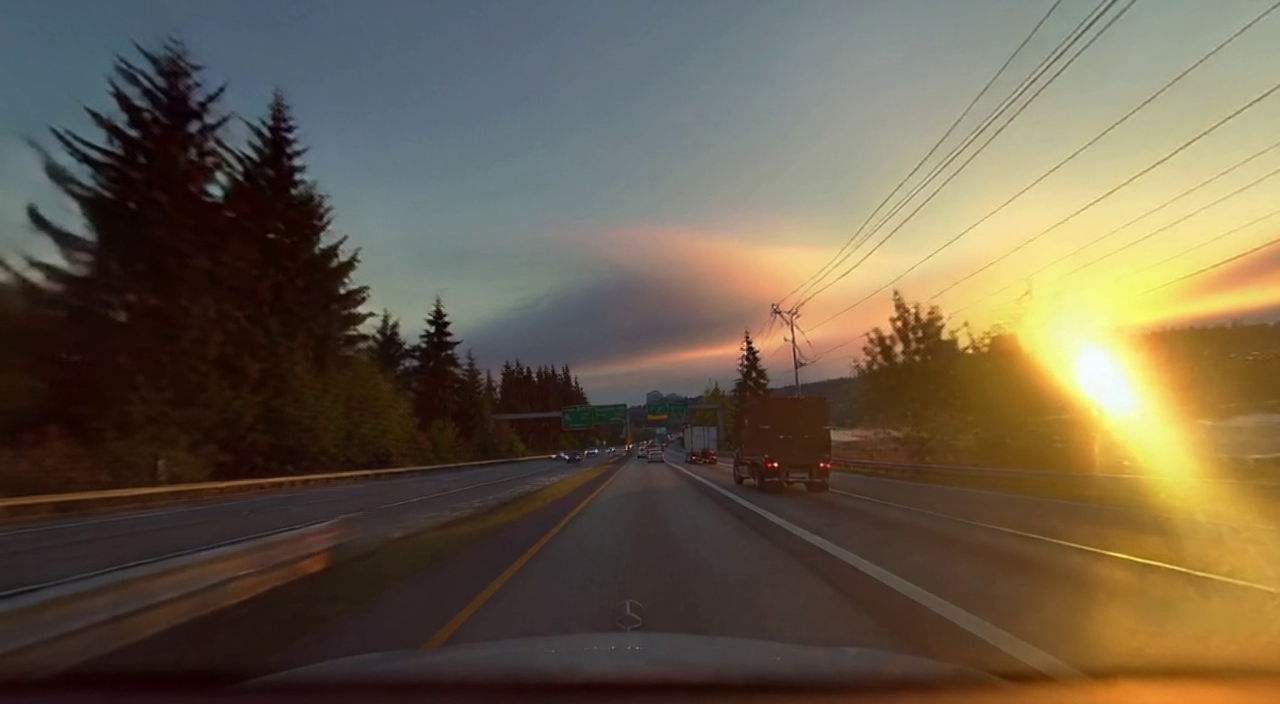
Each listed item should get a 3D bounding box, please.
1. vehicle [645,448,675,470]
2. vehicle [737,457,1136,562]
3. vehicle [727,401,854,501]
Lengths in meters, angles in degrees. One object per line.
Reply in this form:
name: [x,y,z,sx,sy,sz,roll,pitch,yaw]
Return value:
vehicle: [1.428,7.599,44.999,2.049,1.500,3.790,0,-9,1]
vehicle: [4.670,3.037,14.339,2.472,1.036,13.239,-2,-9,-2]
vehicle: [4.634,3.231,20.727,2.569,2.783,5.984,0,-9,-1]
